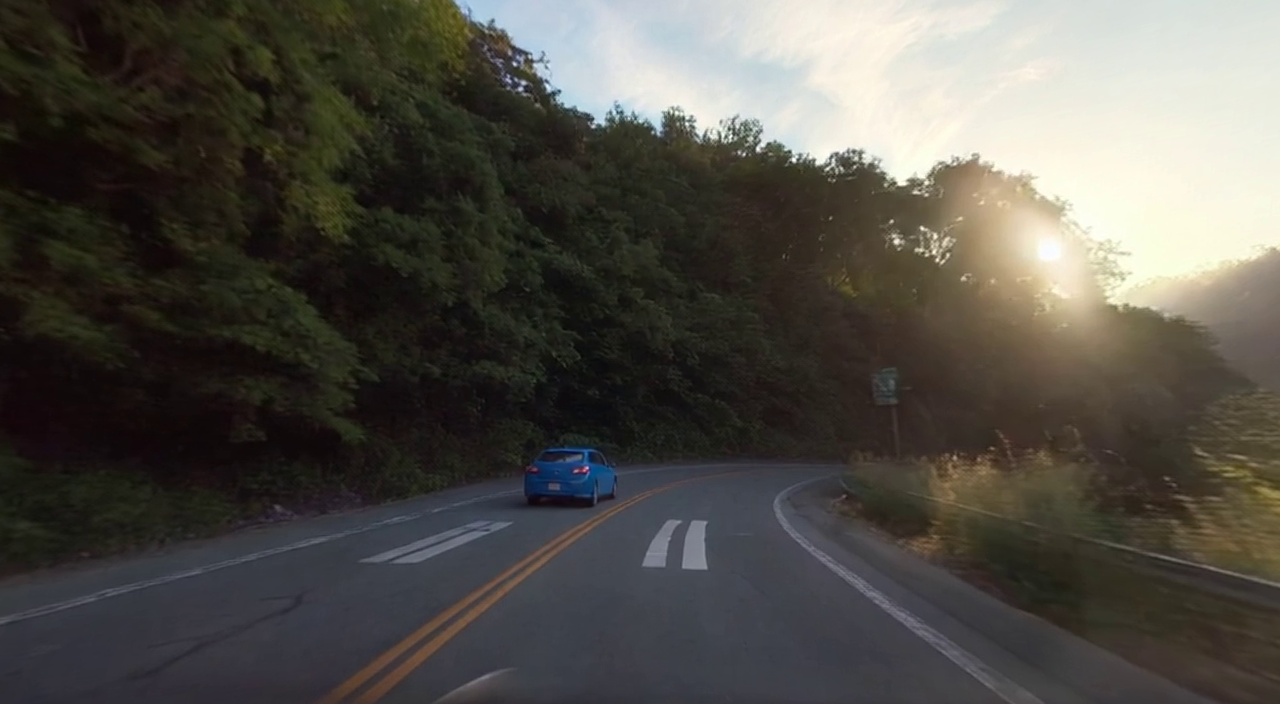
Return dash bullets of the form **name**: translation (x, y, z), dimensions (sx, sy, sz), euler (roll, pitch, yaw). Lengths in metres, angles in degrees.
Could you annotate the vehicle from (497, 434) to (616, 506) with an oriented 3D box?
- **vehicle**: translation (-1.972, 2.987, 16.259), dimensions (2.078, 1.607, 3.959), euler (-1, -9, 7)
